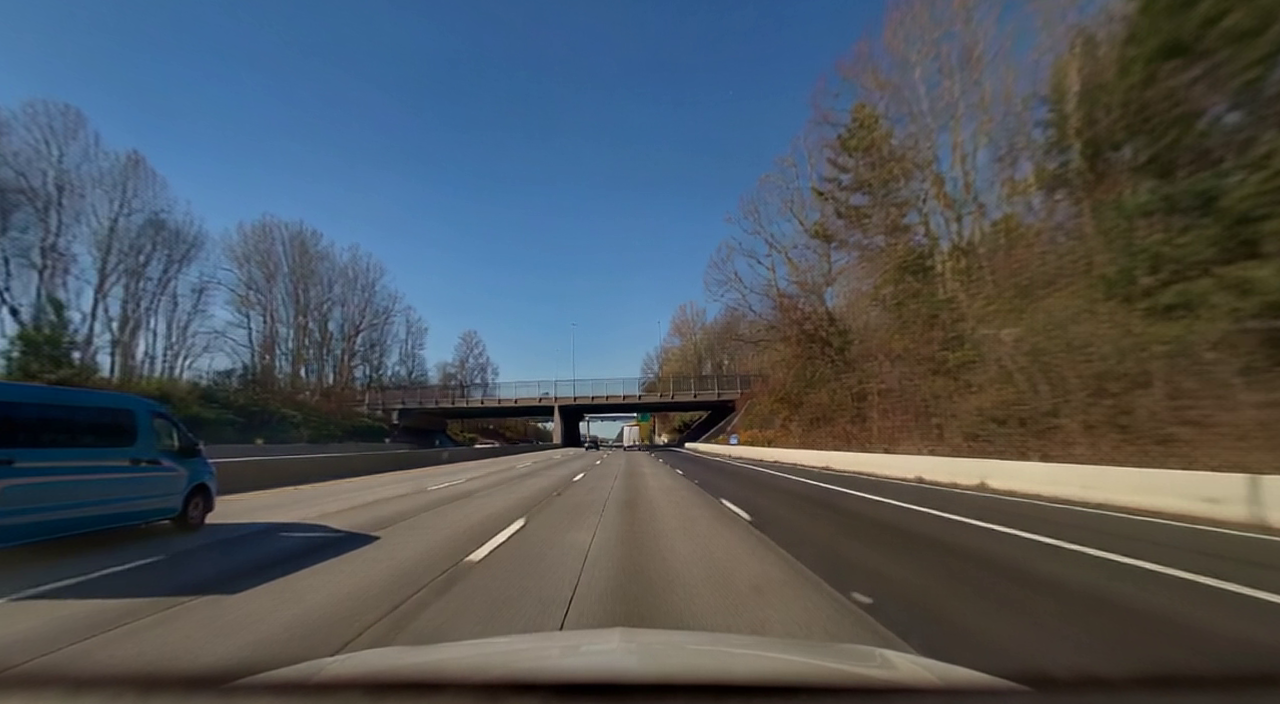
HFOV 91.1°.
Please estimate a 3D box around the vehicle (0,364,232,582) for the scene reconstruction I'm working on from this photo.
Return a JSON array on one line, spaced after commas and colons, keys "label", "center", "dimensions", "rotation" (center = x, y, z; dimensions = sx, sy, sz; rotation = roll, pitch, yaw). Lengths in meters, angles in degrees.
[{"label": "vehicle", "center": [-7.020, 1.212, 6.472], "dimensions": [2.150, 1.996, 5.341], "rotation": [0, -8, -2]}]
